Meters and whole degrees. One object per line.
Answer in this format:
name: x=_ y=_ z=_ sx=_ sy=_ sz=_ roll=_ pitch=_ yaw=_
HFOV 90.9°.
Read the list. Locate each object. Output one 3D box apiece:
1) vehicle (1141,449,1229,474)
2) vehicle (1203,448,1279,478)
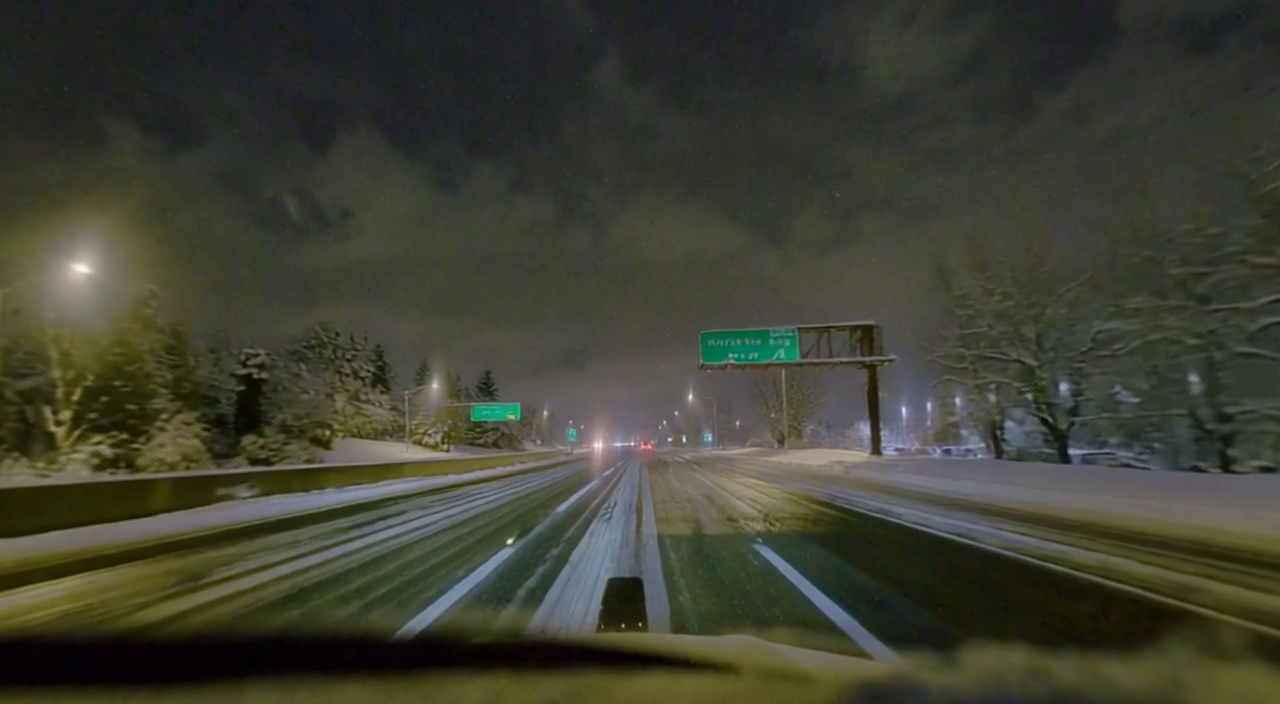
vehicle: x=41.152 y=8.260 z=47.713 sx=4.709 sy=1.790 sz=1.939 roll=0 pitch=-8 yaw=1
vehicle: x=42.266 y=7.630 z=43.420 sx=4.888 sy=1.742 sz=2.113 roll=-3 pitch=-8 yaw=0
